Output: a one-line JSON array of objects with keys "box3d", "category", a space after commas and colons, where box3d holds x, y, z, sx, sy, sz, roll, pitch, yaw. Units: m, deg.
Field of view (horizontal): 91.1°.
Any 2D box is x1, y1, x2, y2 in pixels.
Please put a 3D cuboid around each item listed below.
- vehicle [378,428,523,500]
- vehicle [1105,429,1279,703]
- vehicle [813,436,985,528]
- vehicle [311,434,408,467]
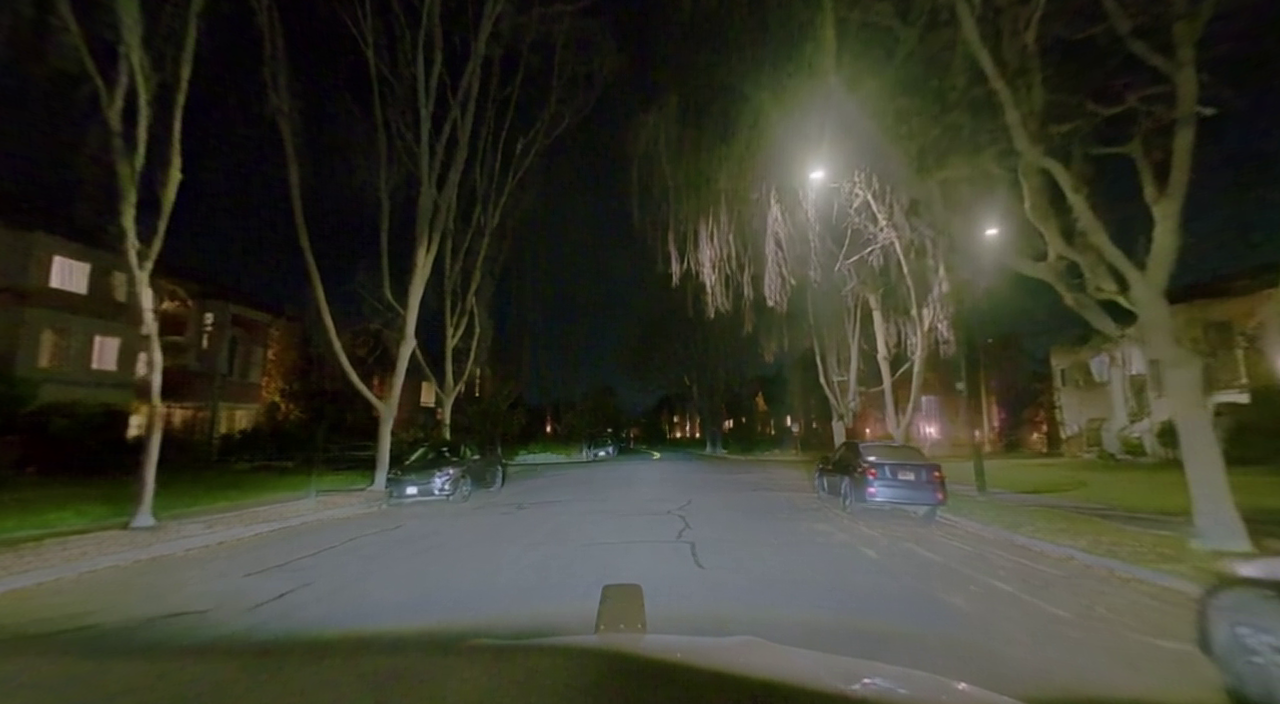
[{"box3d": [-4.805, 2.987, 16.695, 1.943, 1.433, 4.717, -7, -11, 6], "category": "vehicle"}, {"box3d": [3.711, 0.882, 1.391, 2.088, 1.429, 4.796, 0, -8, 6], "category": "vehicle"}, {"box3d": [4.848, 2.422, 12.601, 1.931, 1.395, 4.793, 1, -7, 7], "category": "vehicle"}, {"box3d": [-17.180, 6.069, 38.735, 4.879, 1.867, 2.234, 2, -8, -4], "category": "vehicle"}]
